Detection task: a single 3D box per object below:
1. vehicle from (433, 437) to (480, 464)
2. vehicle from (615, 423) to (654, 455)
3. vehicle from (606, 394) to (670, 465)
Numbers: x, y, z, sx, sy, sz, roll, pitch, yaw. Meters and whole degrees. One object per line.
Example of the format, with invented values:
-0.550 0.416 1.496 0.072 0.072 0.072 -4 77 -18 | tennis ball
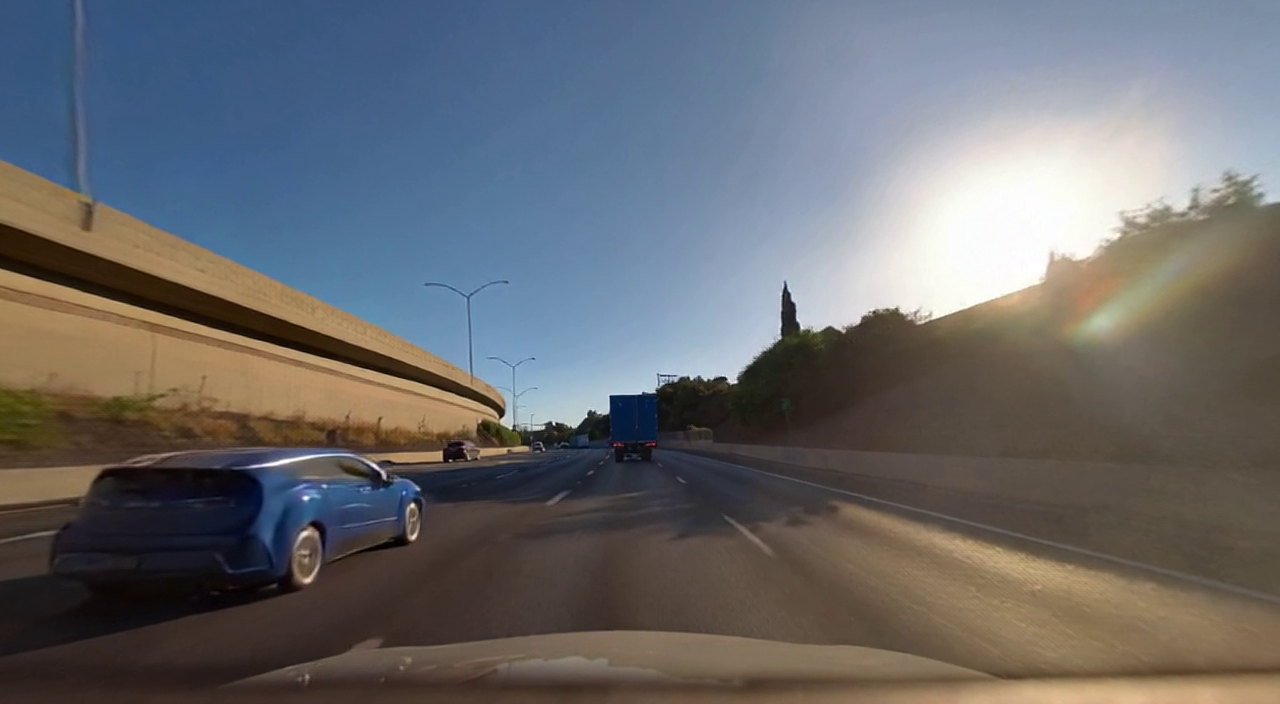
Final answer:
-11.992 6.464 41.608 1.919 1.625 4.183 0 -8 -2 | vehicle
-0.374 4.905 35.378 2.052 1.666 4.358 0 -8 -3 | vehicle
-0.409 4.900 38.621 3.233 3.678 11.032 0 -9 -3 | vehicle
